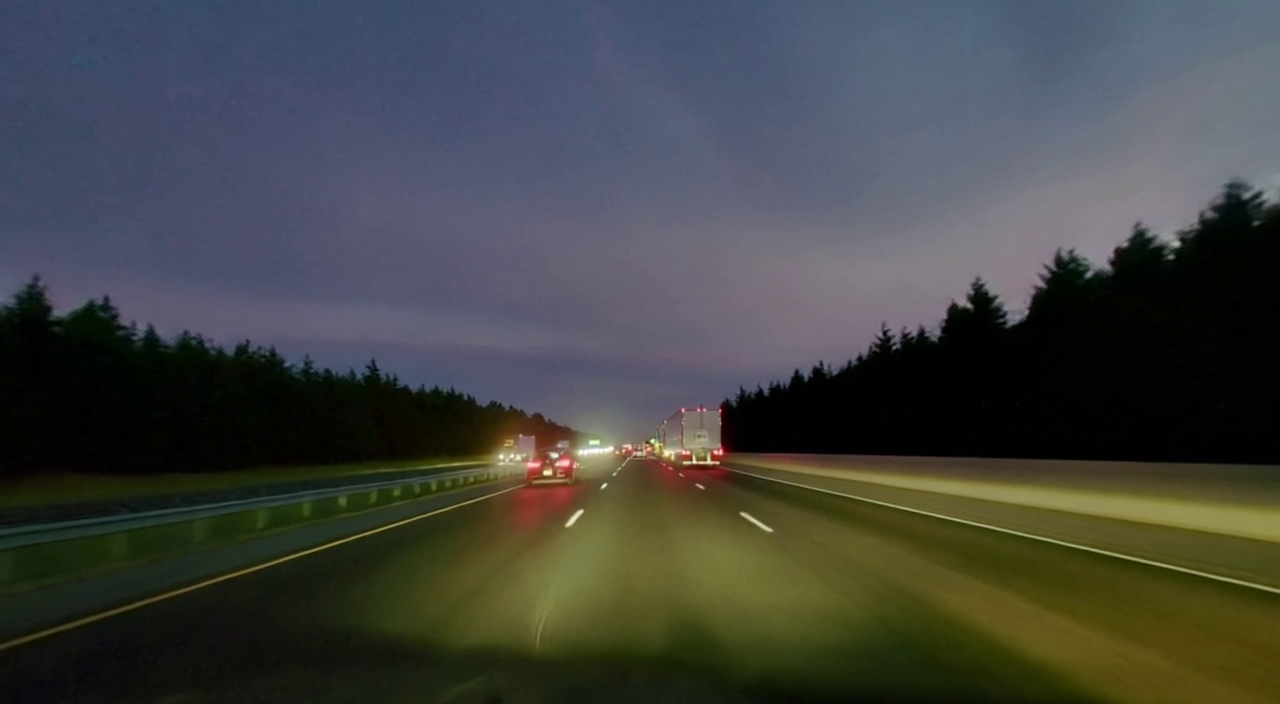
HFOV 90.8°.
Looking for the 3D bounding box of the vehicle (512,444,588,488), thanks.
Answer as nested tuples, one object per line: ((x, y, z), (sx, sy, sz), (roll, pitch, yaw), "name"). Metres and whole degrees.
((-3.174, 4.134, 23.194), (2.121, 1.445, 4.651), (0, -9, 0), "vehicle")
